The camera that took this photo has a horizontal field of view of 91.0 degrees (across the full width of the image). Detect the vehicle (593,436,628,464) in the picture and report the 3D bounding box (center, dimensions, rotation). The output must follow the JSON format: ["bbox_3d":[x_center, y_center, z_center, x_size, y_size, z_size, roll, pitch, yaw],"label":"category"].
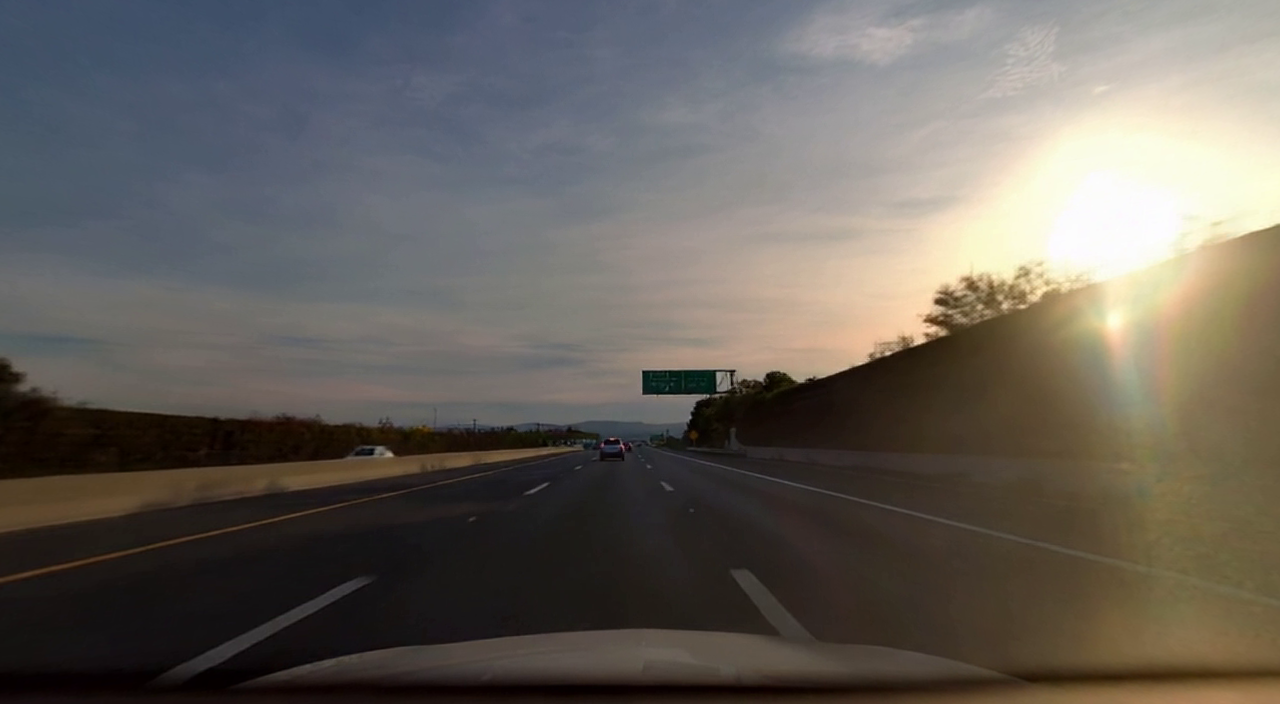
[{"bbox_3d":[-1.806,6.096,39.159,2.111,1.635,4.177,0,-8,-2],"label":"vehicle"}]

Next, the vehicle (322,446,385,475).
[{"bbox_3d":[-16.380,6.212,36.198,1.812,1.509,3.966,0,-8,-1],"label":"vehicle"}]
